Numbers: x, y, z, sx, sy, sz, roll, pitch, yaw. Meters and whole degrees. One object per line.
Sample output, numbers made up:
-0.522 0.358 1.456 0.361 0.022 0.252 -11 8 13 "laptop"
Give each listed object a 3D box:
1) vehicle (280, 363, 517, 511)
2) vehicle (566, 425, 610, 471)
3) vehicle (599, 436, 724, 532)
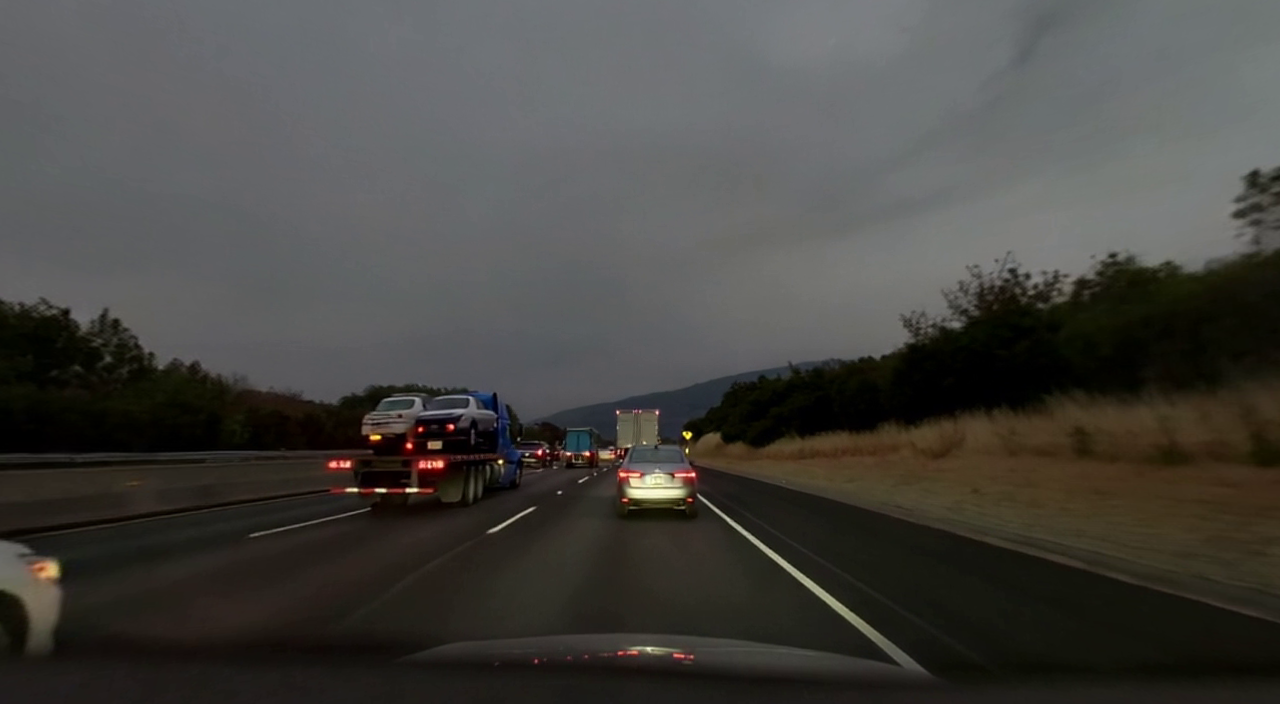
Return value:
-3.004 1.230 8.948 2.031 1.594 4.103 1 -9 -5 "vehicle"
-3.281 6.270 41.276 2.289 2.710 6.726 0 -9 0 "vehicle"
0.303 2.370 11.847 1.991 1.507 3.391 0 -9 -1 "vehicle"
